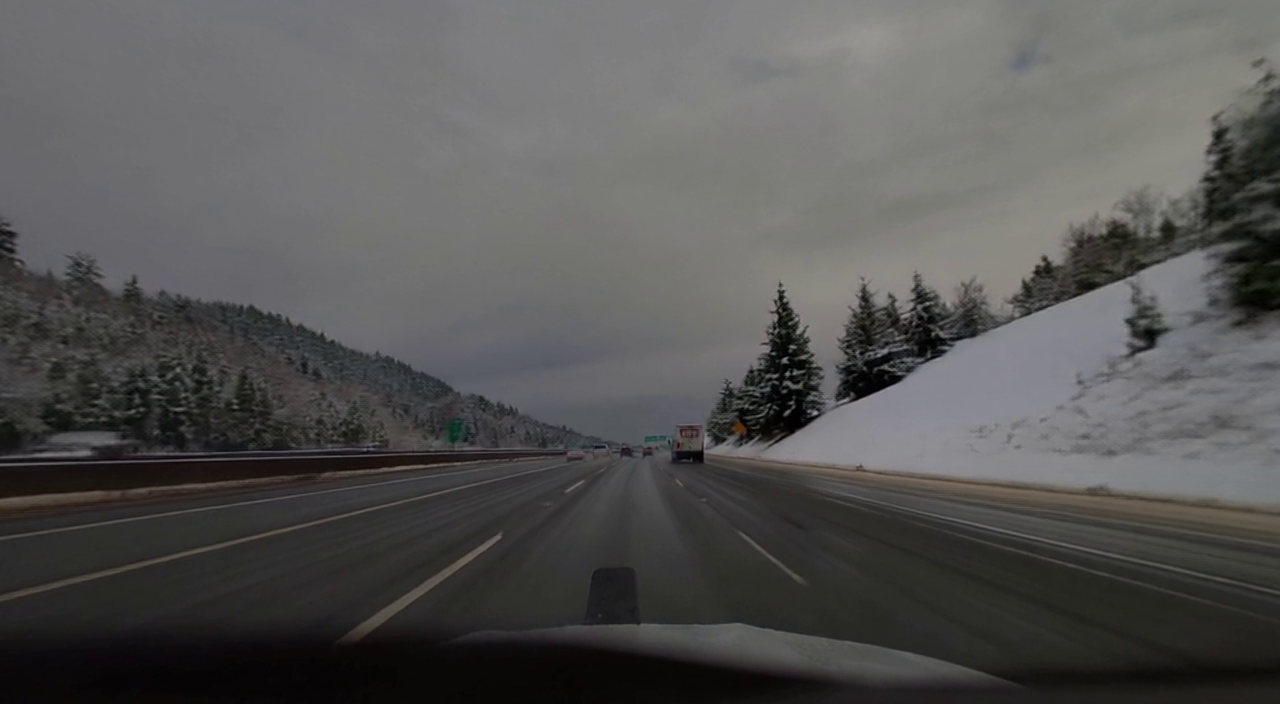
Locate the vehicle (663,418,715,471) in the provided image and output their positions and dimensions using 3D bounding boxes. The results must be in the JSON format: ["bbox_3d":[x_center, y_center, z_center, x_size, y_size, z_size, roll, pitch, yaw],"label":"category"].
[{"bbox_3d":[3.148,6.267,42.483,2.795,3.187,7.205,-1,-9,-1],"label":"vehicle"}]
